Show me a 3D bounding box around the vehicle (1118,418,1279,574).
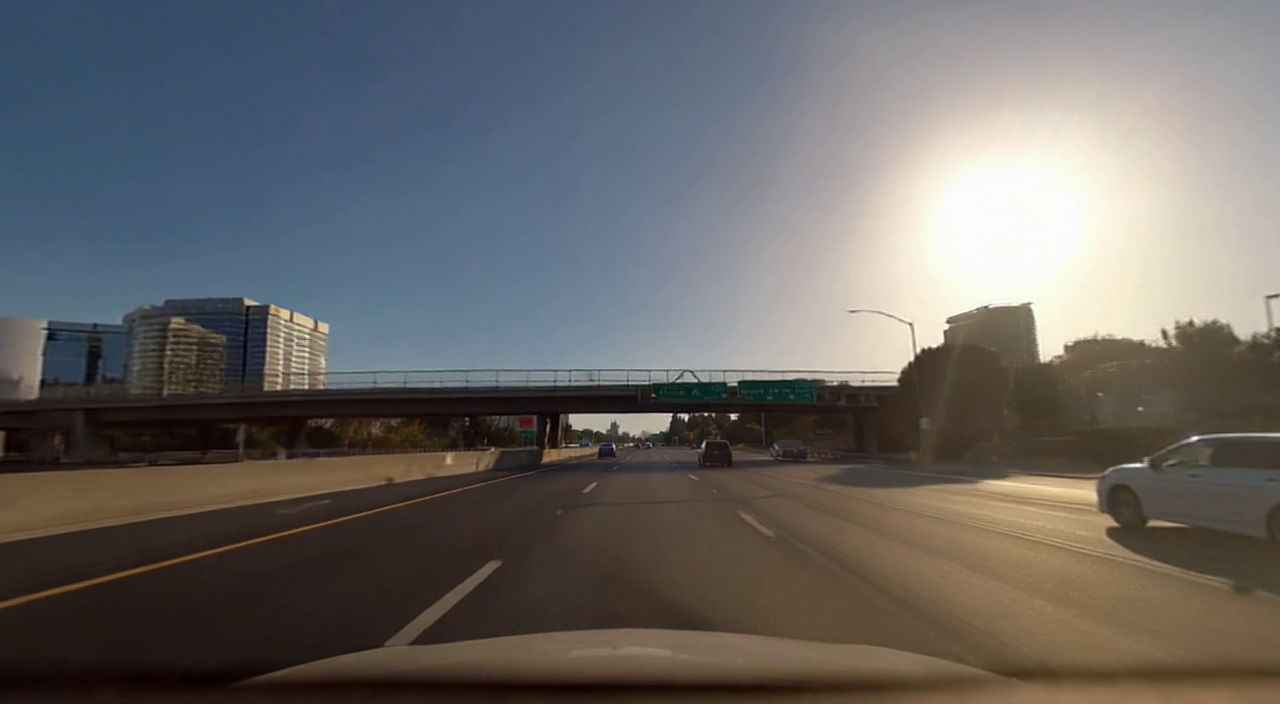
[{"bbox_3d":[7.661,1.451,6.235,2.032,1.601,4.863,0,-8,1],"label":"vehicle"}]
